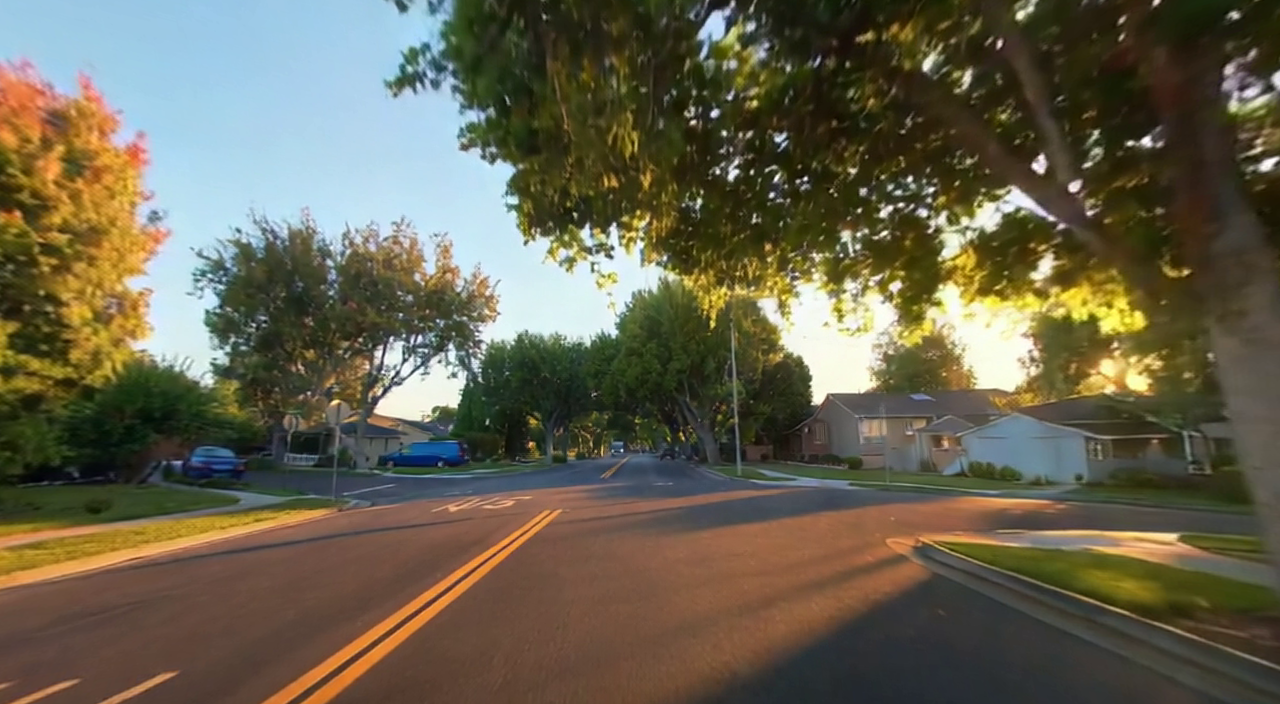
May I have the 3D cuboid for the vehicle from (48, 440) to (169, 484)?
[{"bbox_3d":[-25.154,5.135,29.837,5.987,1.881,2.249,-5,-10,29],"label":"vehicle"}]

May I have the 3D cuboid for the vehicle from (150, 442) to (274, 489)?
[{"bbox_3d":[-17.554,4.580,25.889,4.876,1.763,2.016,-5,-9,27],"label":"vehicle"}]

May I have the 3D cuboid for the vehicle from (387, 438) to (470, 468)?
[{"bbox_3d":[-13.783,6.600,41.442,2.145,1.839,4.837,-6,-10,34],"label":"vehicle"}]
